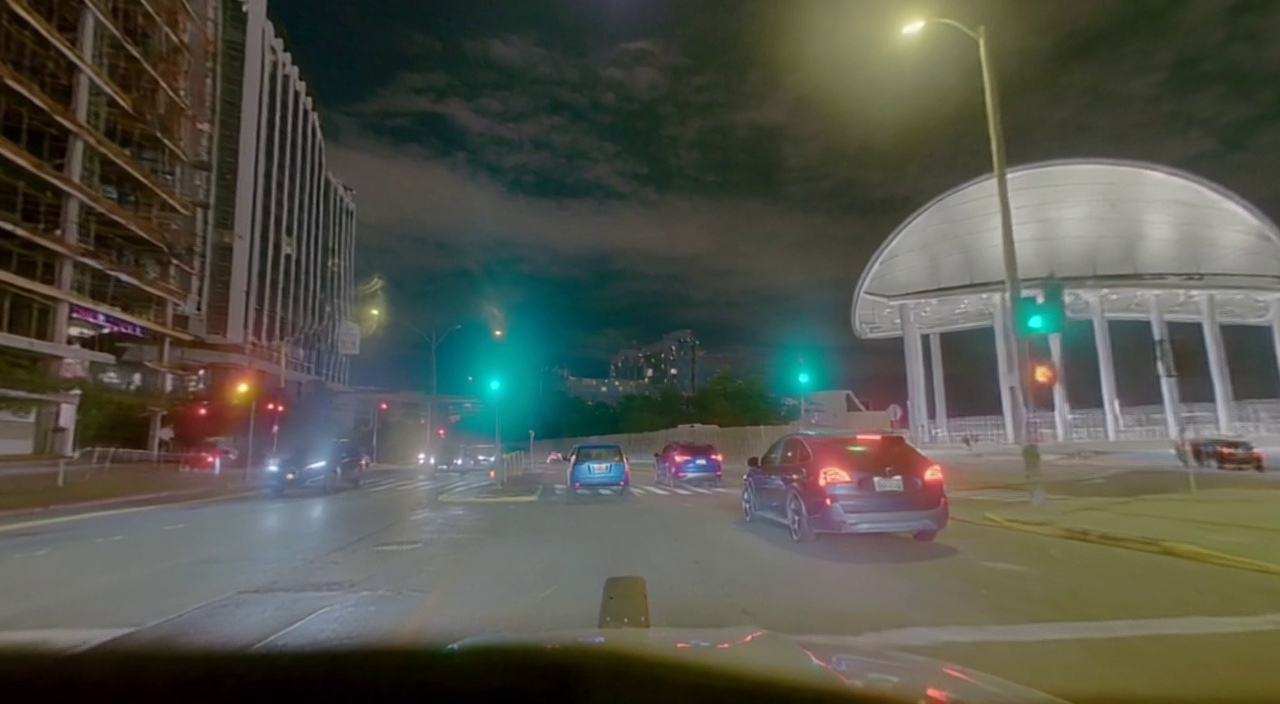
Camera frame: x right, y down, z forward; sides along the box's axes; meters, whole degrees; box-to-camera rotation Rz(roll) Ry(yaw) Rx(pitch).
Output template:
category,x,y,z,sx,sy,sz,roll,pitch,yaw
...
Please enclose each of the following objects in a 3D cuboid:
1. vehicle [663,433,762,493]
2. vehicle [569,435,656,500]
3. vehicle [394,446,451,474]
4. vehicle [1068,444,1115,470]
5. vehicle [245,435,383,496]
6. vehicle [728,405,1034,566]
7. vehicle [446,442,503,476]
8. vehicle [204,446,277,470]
category,x,y,z,sx,sy,sz,roll,pitch,yaw
vehicle,2.215,3.570,20.654,2.103,1.710,4.396,1,-9,-9
vehicle,-0.914,3.266,18.182,2.132,1.632,3.889,1,-9,-8
vehicle,-12.617,6.274,36.880,2.013,1.466,4.430,0,-9,-4
vehicle,33.040,7.637,46.238,2.094,1.750,5.139,-5,-10,28
vehicle,-10.238,3.588,20.314,2.303,1.692,4.571,0,-9,-5
vehicle,3.079,1.851,9.578,2.320,1.772,4.872,0,-9,-6
vehicle,-8.468,5.502,32.630,2.092,1.629,4.133,0,-9,-4
vehicle,-26.076,6.863,41.090,4.653,1.459,2.228,-5,-10,33
